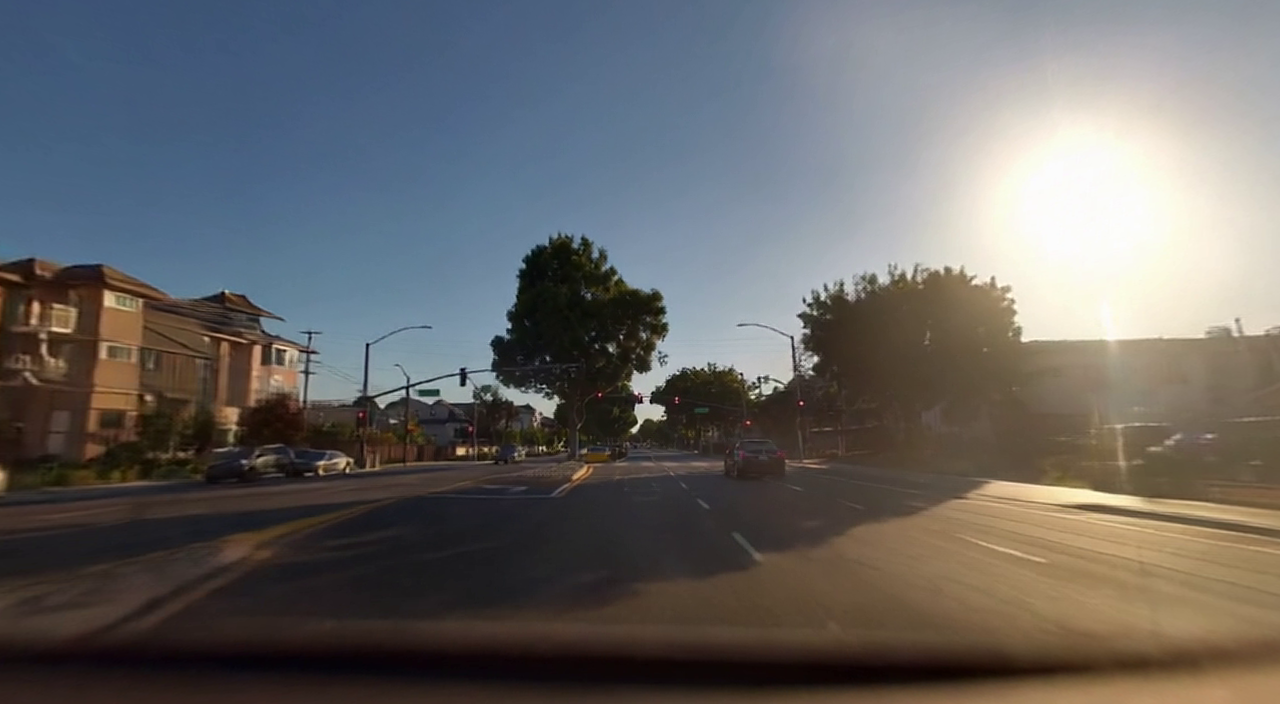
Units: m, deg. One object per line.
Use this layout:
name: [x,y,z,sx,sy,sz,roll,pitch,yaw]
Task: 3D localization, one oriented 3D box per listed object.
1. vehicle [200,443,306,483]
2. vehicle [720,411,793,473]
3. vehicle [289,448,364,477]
vehicle: [-18.320,5.262,30.107,2.097,1.733,4.527,0,-8,2]
vehicle: [6.640,5.305,37.073,2.802,3.208,7.459,1,-8,0]
vehicle: [-18.206,6.404,36.882,1.901,1.513,4.795,0,-8,1]
